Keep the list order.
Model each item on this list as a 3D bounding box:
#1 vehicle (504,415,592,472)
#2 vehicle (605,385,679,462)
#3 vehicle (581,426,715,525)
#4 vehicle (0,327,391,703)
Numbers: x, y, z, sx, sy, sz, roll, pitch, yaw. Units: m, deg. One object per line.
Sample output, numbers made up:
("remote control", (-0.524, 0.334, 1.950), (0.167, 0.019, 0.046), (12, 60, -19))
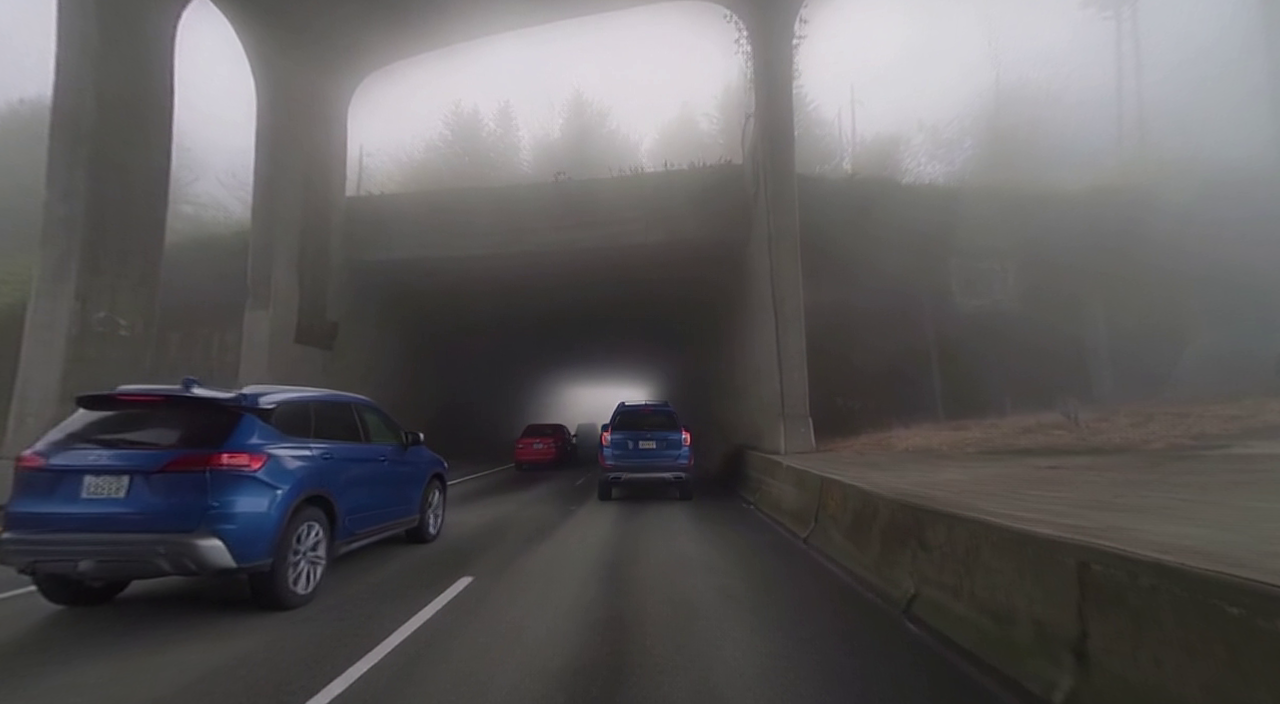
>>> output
("vehicle", (-3.394, 3.570, 24.585), (2.329, 1.948, 5.800), (-1, -8, 2))
("vehicle", (0.117, 3.565, 30.268), (2.948, 3.096, 9.492), (0, -8, 1))
("vehicle", (0.086, 2.171, 11.643), (2.020, 1.478, 4.092), (0, -8, -1))
("vehicle", (-3.555, 1.013, 4.006), (2.017, 1.761, 4.572), (0, -8, 1))
